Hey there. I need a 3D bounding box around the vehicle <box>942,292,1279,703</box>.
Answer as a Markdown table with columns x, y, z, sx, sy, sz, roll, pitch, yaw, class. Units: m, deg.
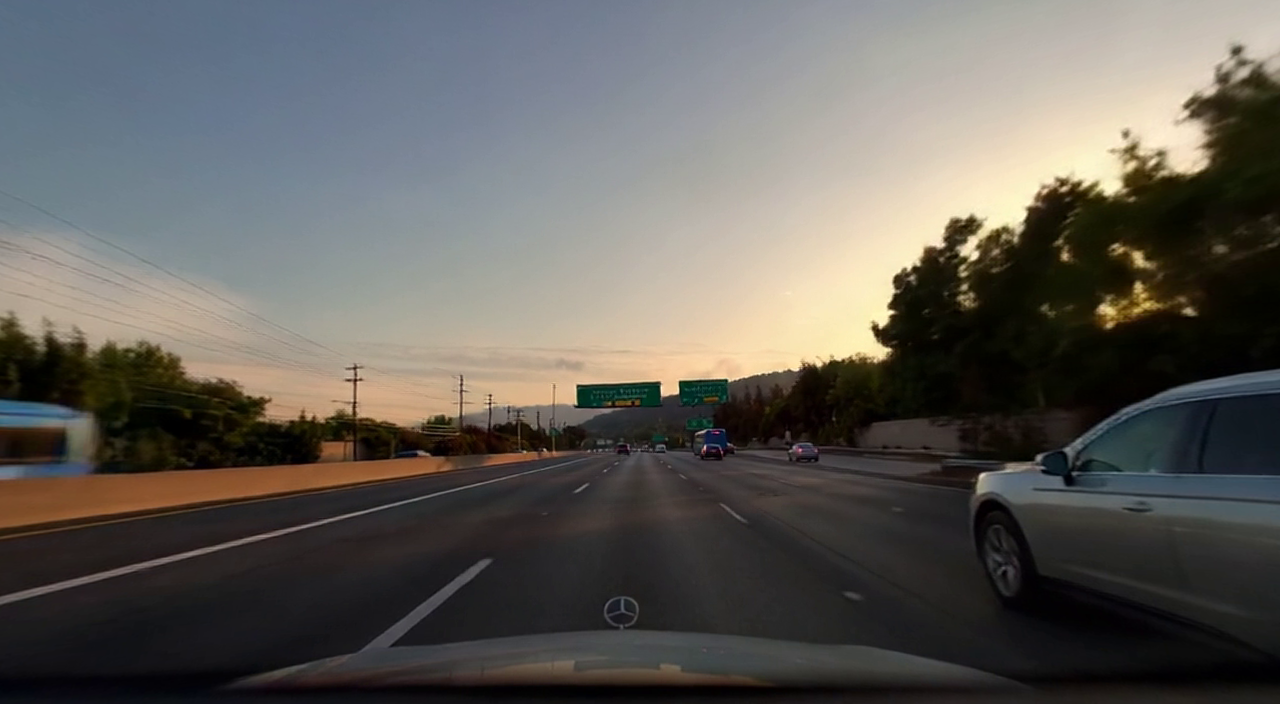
| x | y | z | sx | sy | sz | roll | pitch | yaw | class |
| --- | --- | --- | --- | --- | --- | --- | --- | --- | --- |
| 3.511 | 0.720 | 2.450 | 2.207 | 1.850 | 4.875 | 0 | -9 | 0 | vehicle |
